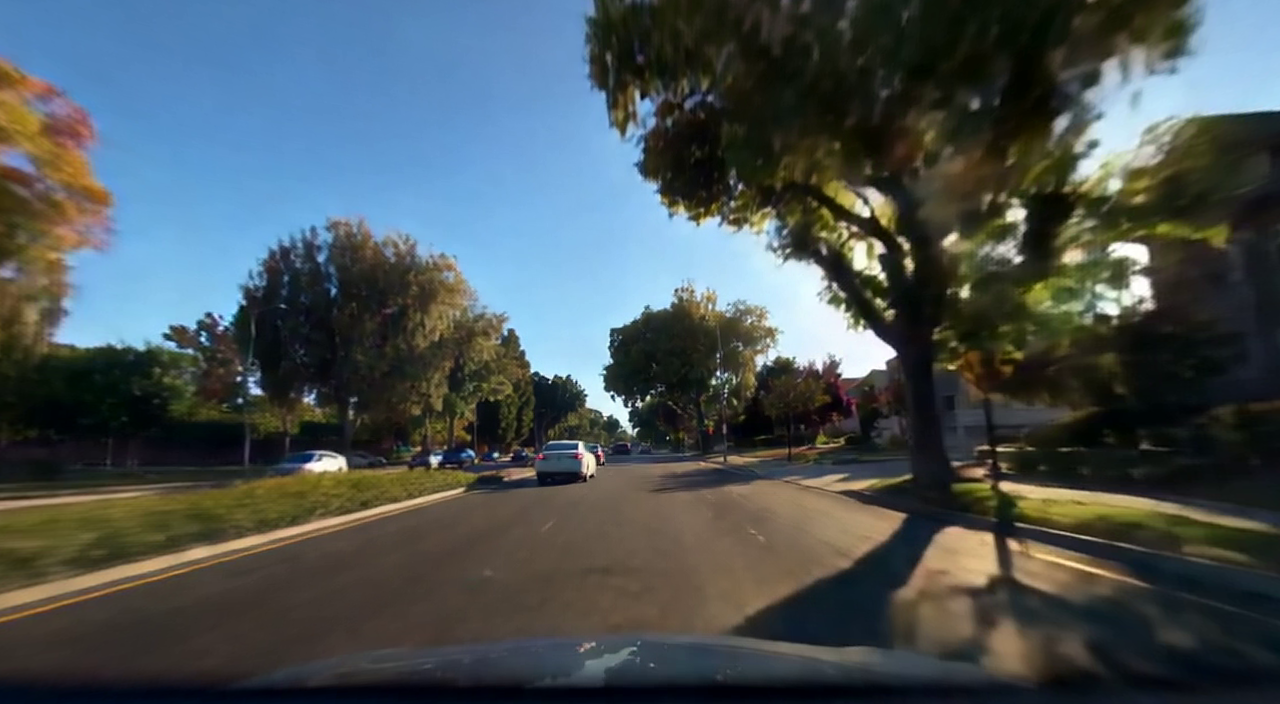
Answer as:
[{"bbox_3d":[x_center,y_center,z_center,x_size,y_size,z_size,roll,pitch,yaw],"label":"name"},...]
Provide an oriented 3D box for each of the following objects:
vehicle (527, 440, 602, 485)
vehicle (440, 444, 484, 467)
[{"bbox_3d":[-2.733,4.130,23.830,2.106,1.517,4.375,0,-9,2],"label":"vehicle"},{"bbox_3d":[-13.847,8.099,49.307,2.059,1.734,4.559,0,-9,1],"label":"vehicle"}]
